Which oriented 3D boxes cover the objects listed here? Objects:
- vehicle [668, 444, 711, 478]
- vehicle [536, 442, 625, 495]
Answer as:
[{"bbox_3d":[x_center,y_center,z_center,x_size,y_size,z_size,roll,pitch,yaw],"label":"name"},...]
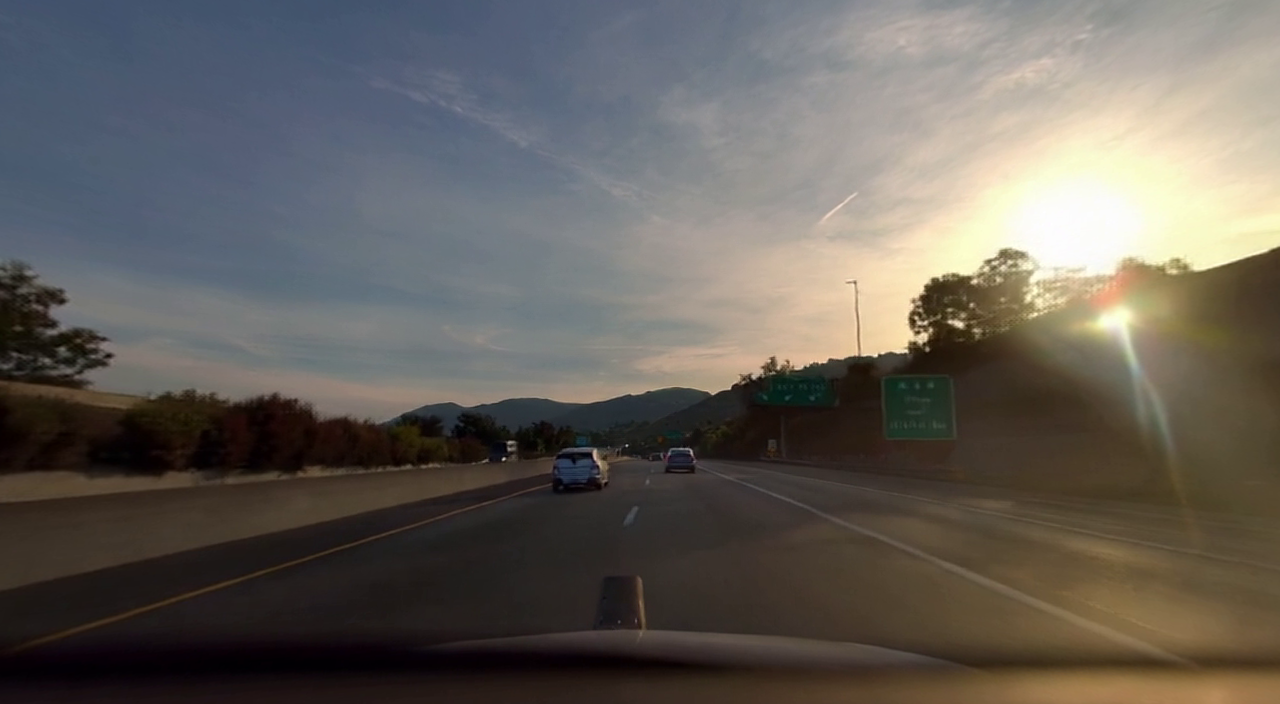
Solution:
[{"bbox_3d":[2.615,5.574,32.358,1.969,1.595,3.964,-2,-9,8],"label":"vehicle"},{"bbox_3d":[-1.896,3.884,21.365,2.084,1.594,4.219,-2,-9,8],"label":"vehicle"}]
